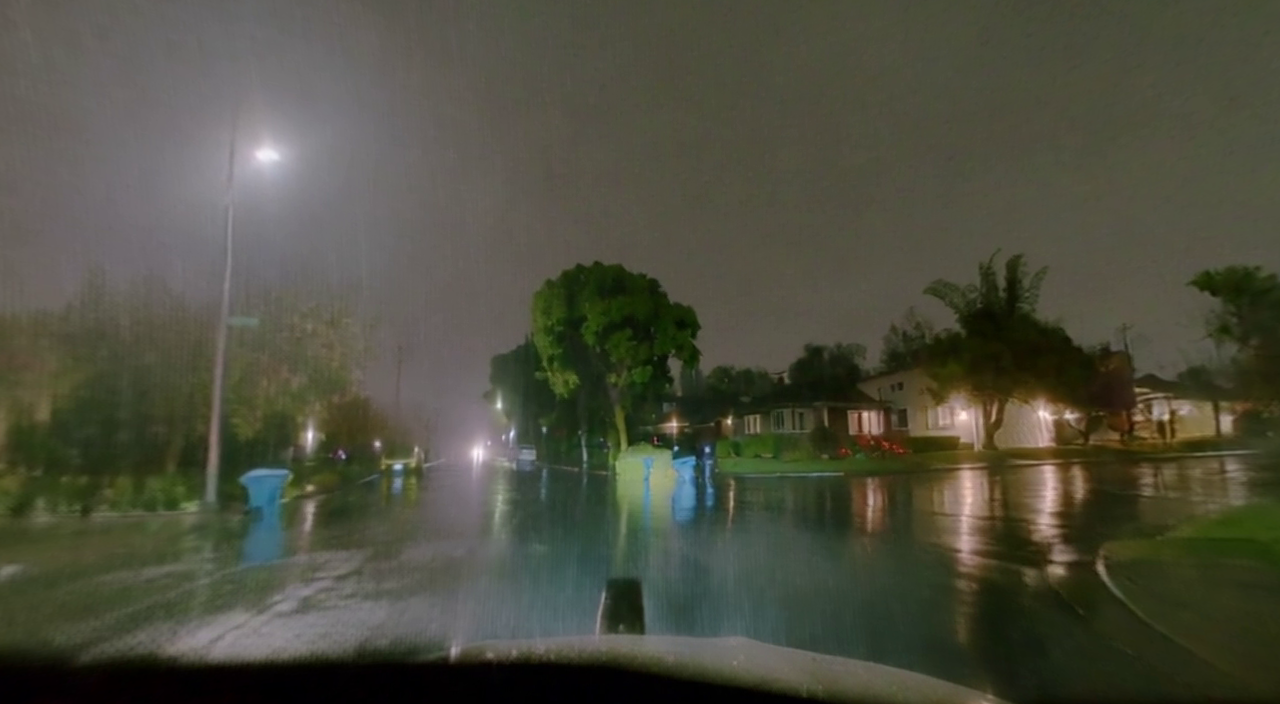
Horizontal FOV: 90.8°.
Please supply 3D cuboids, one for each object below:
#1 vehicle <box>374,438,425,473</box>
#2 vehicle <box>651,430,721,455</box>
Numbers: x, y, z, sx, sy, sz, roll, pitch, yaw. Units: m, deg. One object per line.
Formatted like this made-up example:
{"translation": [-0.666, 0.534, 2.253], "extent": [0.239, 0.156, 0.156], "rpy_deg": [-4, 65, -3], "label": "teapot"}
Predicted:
{"translation": [-13.440, 5.782, 35.565], "extent": [2.152, 1.826, 4.725], "rpy_deg": [2, -9, -16], "label": "vehicle"}
{"translation": [3.048, 6.030, 41.995], "extent": [4.241, 1.597, 1.833], "rpy_deg": [2, -9, -16], "label": "vehicle"}
